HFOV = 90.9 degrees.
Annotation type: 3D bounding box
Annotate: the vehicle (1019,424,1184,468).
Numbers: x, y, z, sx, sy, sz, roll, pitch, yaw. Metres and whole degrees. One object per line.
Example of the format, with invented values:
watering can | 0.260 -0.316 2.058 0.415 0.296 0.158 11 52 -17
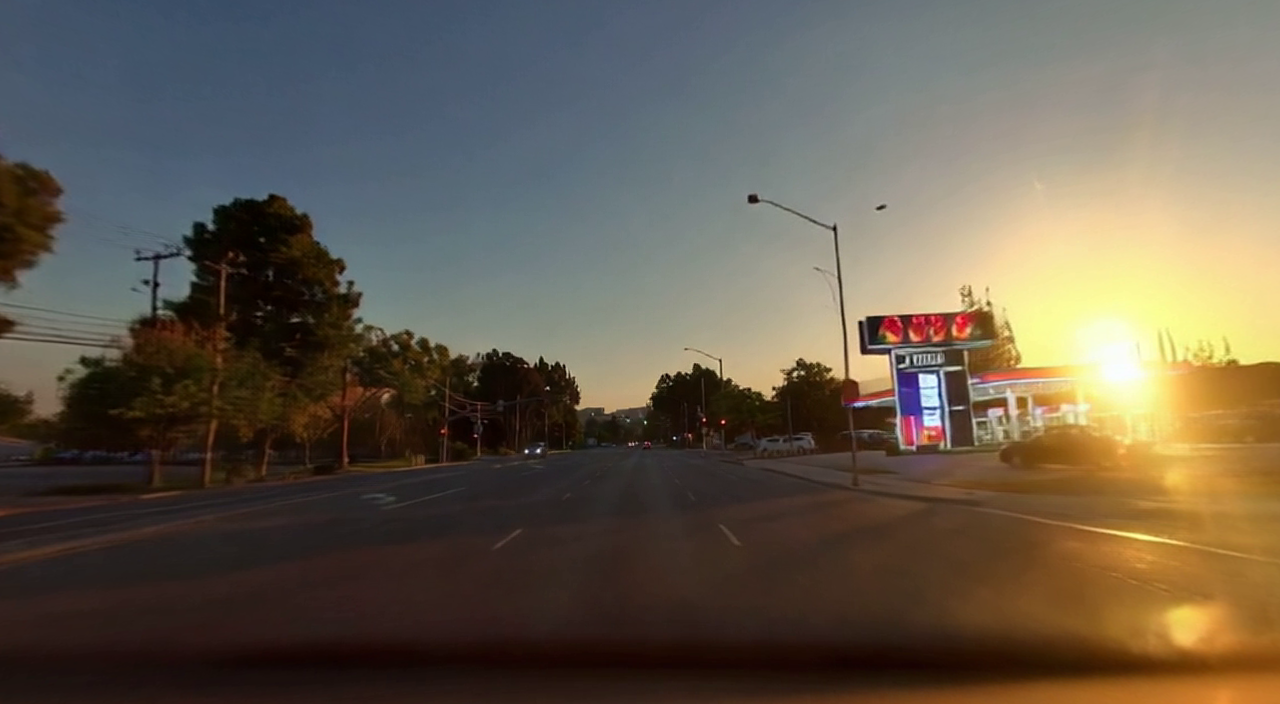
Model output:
vehicle | 17.960 3.705 24.896 4.812 1.567 2.123 -4 -9 24
